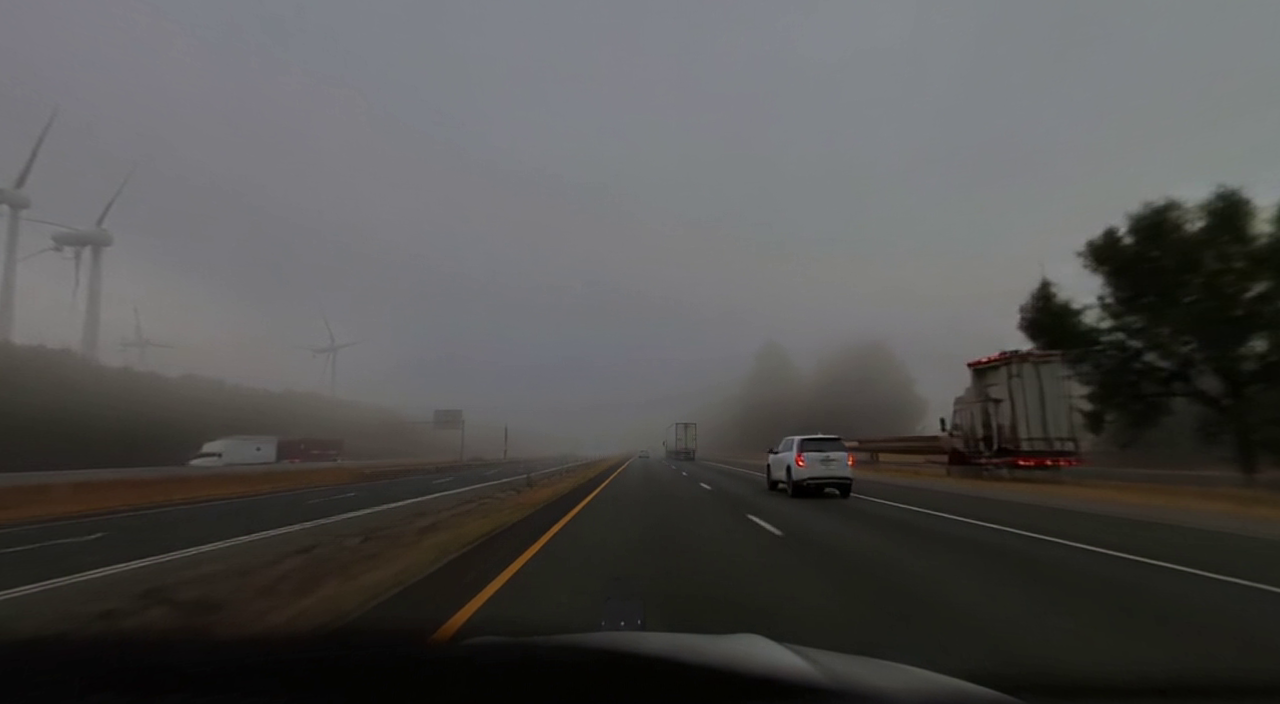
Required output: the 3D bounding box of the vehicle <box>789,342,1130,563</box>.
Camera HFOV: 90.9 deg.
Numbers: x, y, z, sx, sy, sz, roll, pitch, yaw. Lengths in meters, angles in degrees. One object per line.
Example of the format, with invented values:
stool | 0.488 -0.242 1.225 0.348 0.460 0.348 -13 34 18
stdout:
vehicle | 4.481 1.608 10.352 2.609 2.648 5.397 0 -9 -1
